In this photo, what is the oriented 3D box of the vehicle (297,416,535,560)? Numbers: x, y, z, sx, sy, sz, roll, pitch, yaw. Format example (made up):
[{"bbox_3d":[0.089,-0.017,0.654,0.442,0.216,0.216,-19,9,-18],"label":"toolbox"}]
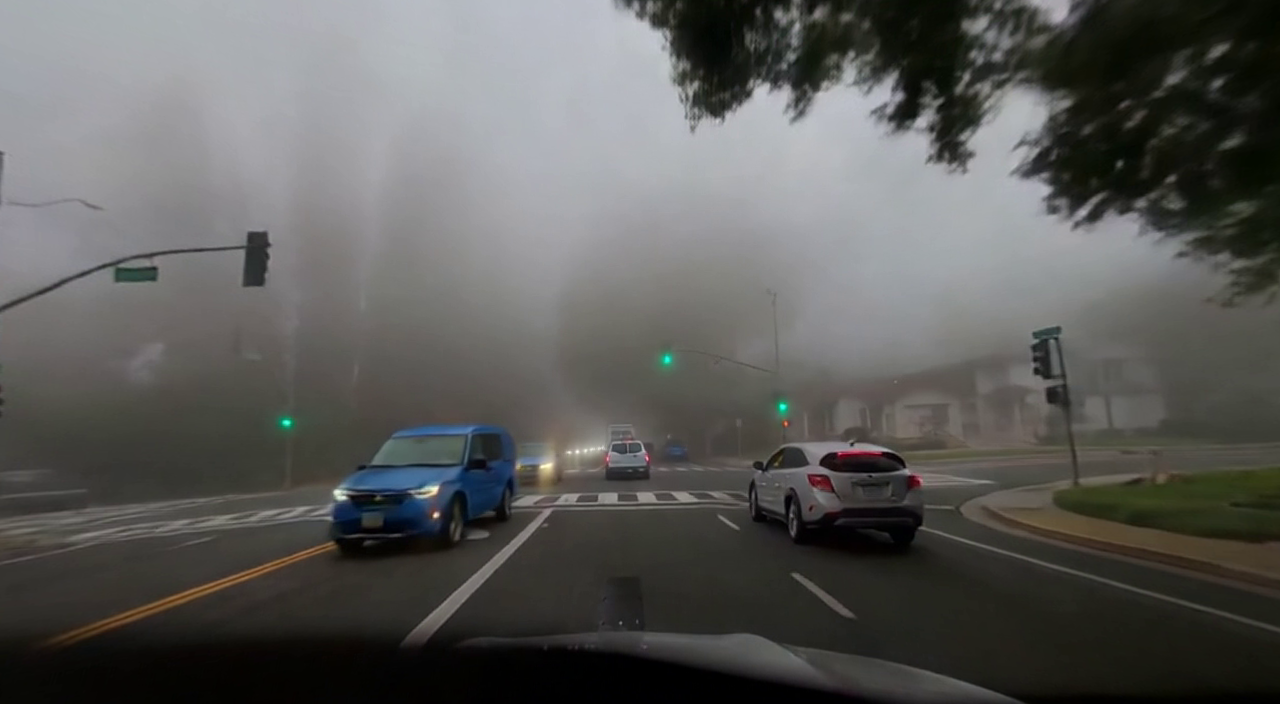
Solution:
[{"bbox_3d":[-3.189,2.063,10.538,2.083,1.741,5.530,0,-8,-2],"label":"vehicle"}]

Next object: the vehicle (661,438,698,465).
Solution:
[{"bbox_3d":[2.840,7.285,46.390,2.187,1.847,4.553,0,-8,-3],"label":"vehicle"}]

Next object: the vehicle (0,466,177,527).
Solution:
[{"bbox_3d":[-18.149,4.595,20.469,4.918,1.698,2.184,-2,-8,11],"label":"vehicle"}]

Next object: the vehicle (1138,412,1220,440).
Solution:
[{"bbox_3d":[33.462,4.667,39.360,1.891,1.644,3.671,0,-8,1],"label":"vehicle"}]

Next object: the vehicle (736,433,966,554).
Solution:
[{"bbox_3d":[2.898,2.036,9.908,1.973,1.447,4.402,0,-8,-2],"label":"vehicle"}]

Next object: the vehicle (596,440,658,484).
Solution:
[{"bbox_3d":[-0.514,4.037,23.523,2.114,1.483,4.207,0,-8,-2],"label":"vehicle"}]
